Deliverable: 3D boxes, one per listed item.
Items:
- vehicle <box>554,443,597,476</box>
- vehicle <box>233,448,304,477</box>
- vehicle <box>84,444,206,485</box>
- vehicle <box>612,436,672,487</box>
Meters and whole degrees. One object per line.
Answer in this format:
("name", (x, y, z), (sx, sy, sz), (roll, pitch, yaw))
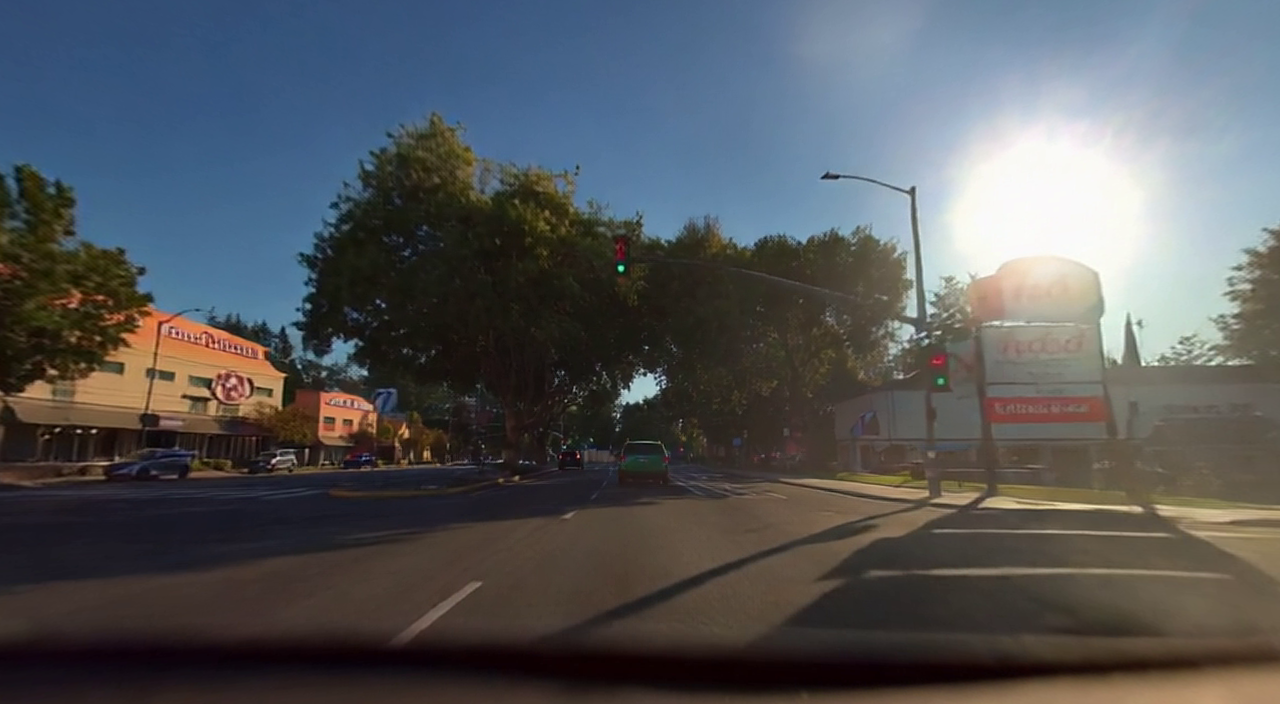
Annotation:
("vehicle", (-3.924, 6.632, 39.246), (2.202, 1.856, 4.516), (0, -8, -1))
("vehicle", (-26.157, 7.766, 44.727), (2.111, 1.839, 4.932), (0, -8, -2))
("vehicle", (-25.692, 5.814, 33.122), (2.182, 1.906, 5.364), (0, -8, -3))
("vehicle", (0.035, 4.565, 26.741), (2.273, 1.909, 5.075), (0, -8, -1))
